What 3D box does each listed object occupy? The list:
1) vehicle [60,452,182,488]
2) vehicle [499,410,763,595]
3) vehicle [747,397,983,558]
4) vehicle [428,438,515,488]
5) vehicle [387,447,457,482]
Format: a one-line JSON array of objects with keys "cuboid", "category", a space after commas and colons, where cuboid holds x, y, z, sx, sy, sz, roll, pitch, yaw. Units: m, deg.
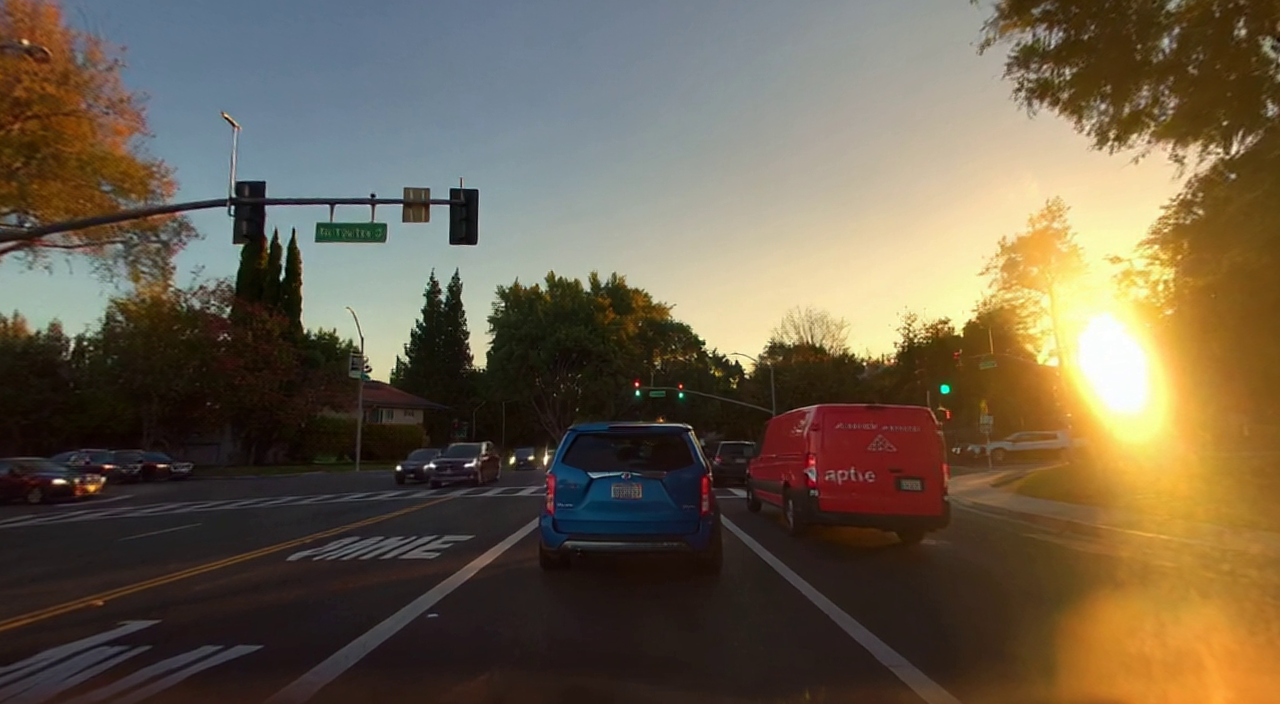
[{"cuboid": [-25.259, 5.733, 30.710, 4.073, 1.603, 1.920, 1, -9, -8], "category": "vehicle"}, {"cuboid": [-0.072, 1.658, 7.801, 2.321, 1.624, 4.367, 0, -8, 0], "category": "vehicle"}, {"cuboid": [3.084, 1.832, 9.780, 2.059, 1.924, 4.257, 0, -8, 0], "category": "vehicle"}, {"cuboid": [-6.543, 4.345, 25.001, 2.070, 1.775, 4.703, 0, -8, 1], "category": "vehicle"}, {"cuboid": [-10.308, 5.334, 30.021, 1.881, 1.515, 4.262, 0, -8, -1], "category": "vehicle"}]
